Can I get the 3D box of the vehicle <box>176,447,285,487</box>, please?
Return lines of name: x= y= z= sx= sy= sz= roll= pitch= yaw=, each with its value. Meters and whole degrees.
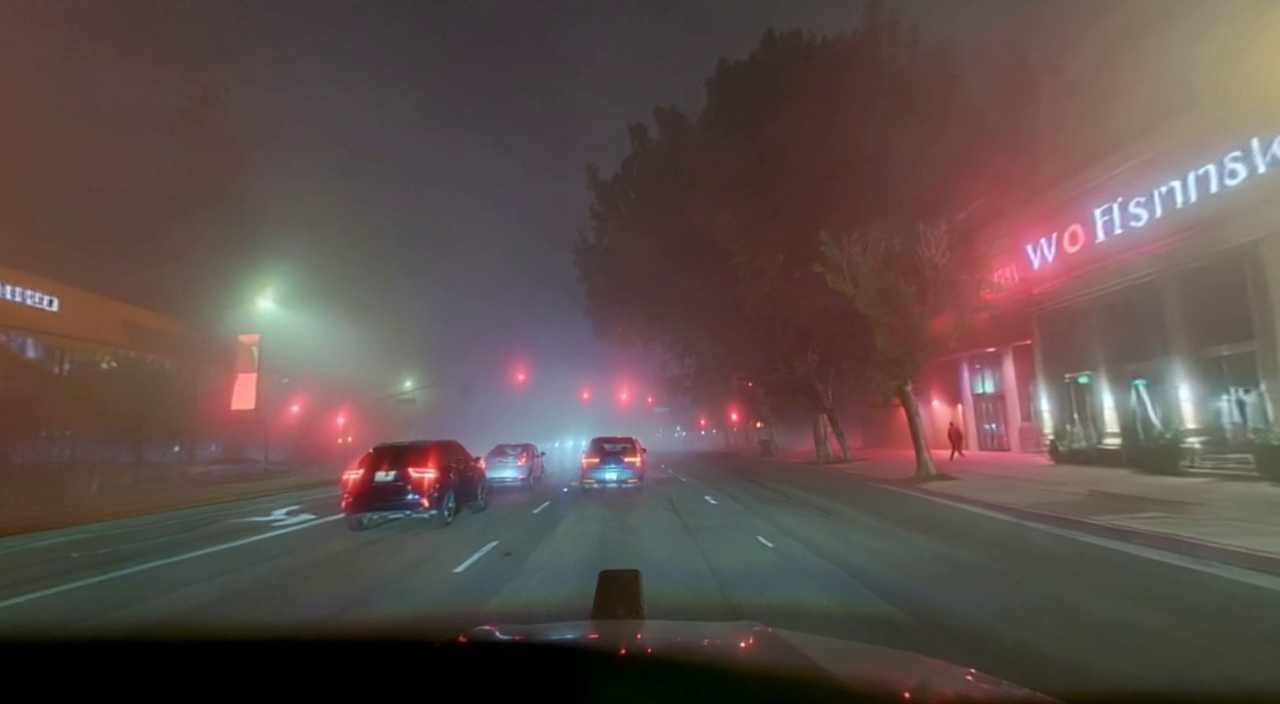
vehicle: x=-19.358 y=5.425 z=30.204 sx=2.054 sy=1.724 sz=4.829 roll=0 pitch=-9 yaw=-2

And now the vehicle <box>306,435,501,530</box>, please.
vehicle: x=-4.179 y=2.369 z=12.139 sx=2.020 sy=1.457 sz=4.496 roll=0 pitch=-9 yaw=0

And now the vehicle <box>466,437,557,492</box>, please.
vehicle: x=-3.785 y=3.385 z=19.409 sx=1.950 sy=1.487 sz=4.130 roll=0 pitch=-9 yaw=0

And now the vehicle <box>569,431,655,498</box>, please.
vehicle: x=-0.688 y=2.974 z=17.039 sx=2.042 sy=1.555 sz=3.912 roll=0 pitch=-9 yaw=0
